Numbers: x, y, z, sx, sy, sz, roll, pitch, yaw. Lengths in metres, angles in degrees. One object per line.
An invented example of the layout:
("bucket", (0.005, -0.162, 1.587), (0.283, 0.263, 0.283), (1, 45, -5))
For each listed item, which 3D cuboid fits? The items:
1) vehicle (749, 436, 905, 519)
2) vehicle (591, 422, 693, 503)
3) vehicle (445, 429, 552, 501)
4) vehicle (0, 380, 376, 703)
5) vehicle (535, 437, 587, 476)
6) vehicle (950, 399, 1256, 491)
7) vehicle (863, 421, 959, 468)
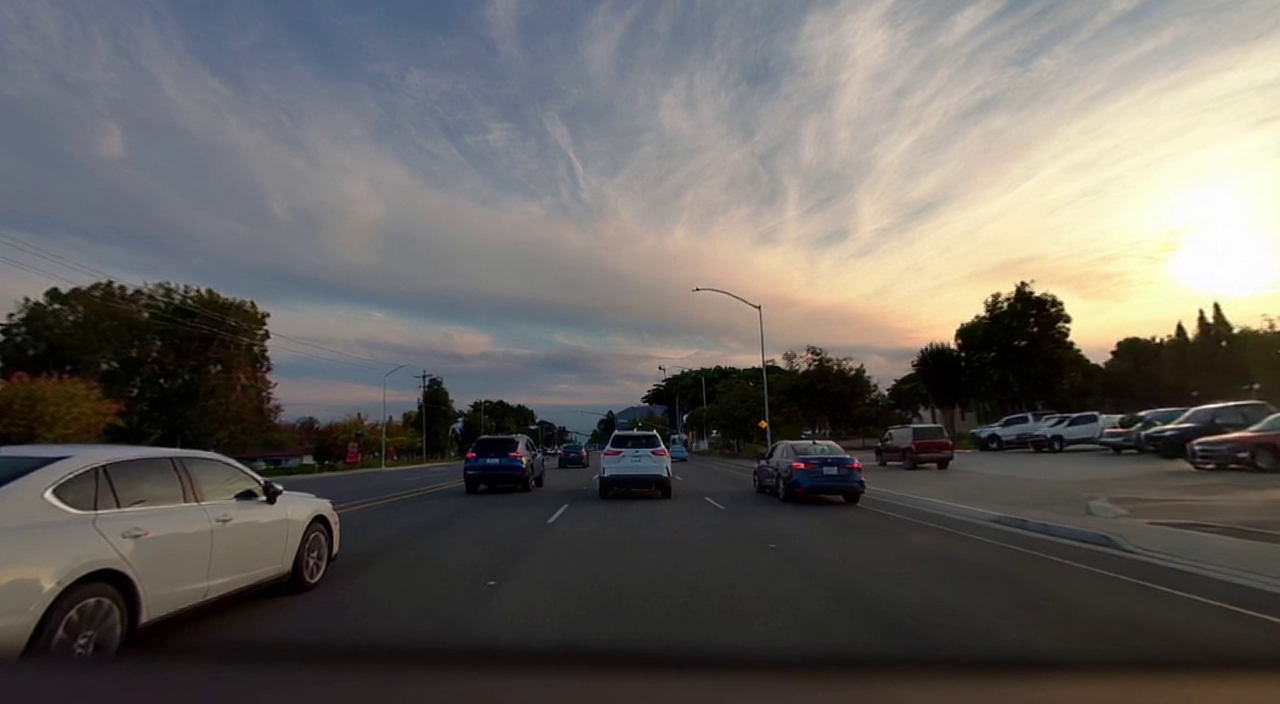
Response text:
("vehicle", (3.777, 2.602, 13.734), (1.888, 1.456, 4.589), (0, -8, -2))
("vehicle", (0.031, 2.790, 16.348), (2.279, 1.803, 4.254), (0, -8, 0))
("vehicle", (-3.689, 3.024, 17.297), (1.932, 1.695, 4.150), (0, -8, 1))
("vehicle", (-3.601, 1.161, 4.322), (1.864, 1.574, 4.031), (0, -8, -1))
("vehicle", (-3.581, 4.802, 29.303), (1.871, 1.673, 3.920), (0, -8, 0))
("vehicle", (11.759, 2.472, 16.593), (5.966, 1.991, 2.353), (-8, -11, 39))
("vehicle", (11.882, 4.113, 28.112), (2.102, 1.887, 4.673), (0, -8, -1))
